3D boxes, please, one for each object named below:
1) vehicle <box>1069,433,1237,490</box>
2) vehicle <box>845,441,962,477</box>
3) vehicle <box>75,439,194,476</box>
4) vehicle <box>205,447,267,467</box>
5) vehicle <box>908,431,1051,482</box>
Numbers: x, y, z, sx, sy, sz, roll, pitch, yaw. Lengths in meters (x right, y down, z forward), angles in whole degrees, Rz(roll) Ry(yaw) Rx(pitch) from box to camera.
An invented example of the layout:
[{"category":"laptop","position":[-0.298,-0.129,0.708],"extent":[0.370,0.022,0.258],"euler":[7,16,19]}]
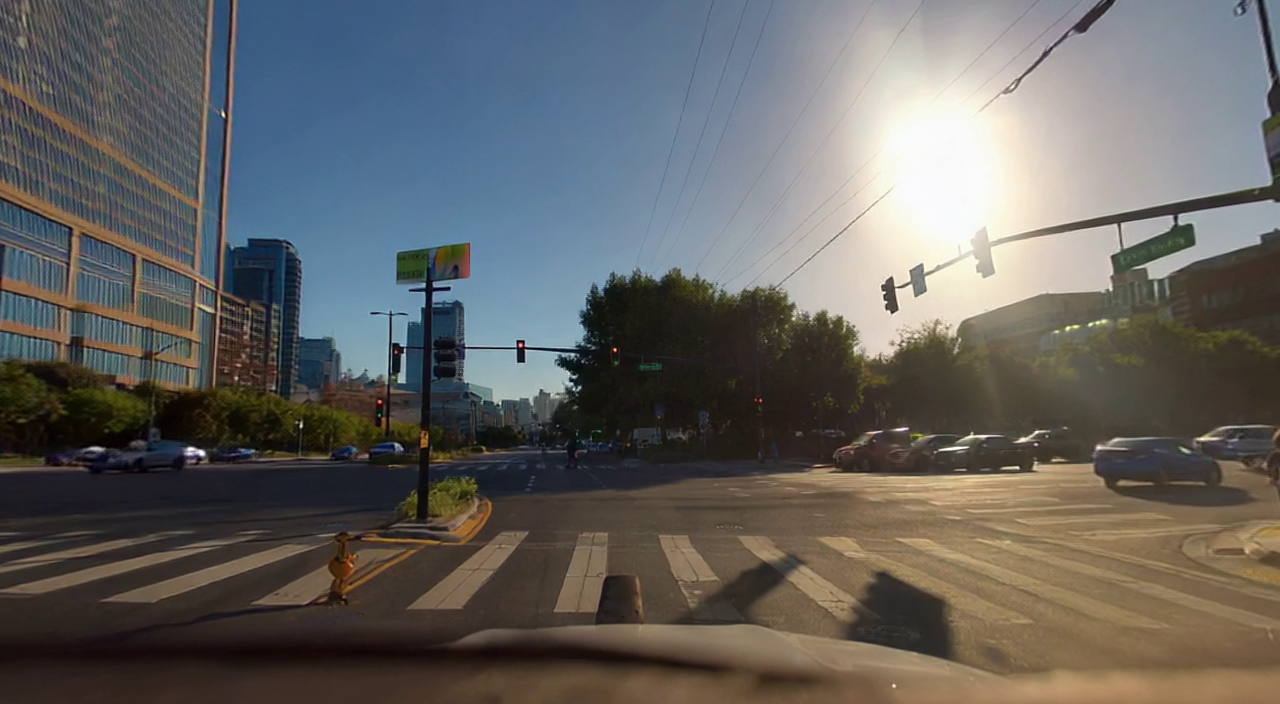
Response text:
[{"category":"vehicle","position":[15.386,3.243,18.963],"extent":[4.312,1.540,2.007],"euler":[4,-9,-23]},{"category":"vehicle","position":[11.438,4.629,27.567],"extent":[4.317,1.491,1.896],"euler":[1,-9,-11]},{"category":"vehicle","position":[-23.728,4.953,29.910],"extent":[2.056,1.604,4.436],"euler":[0,-8,-3]},{"category":"vehicle","position":[-31.513,8.181,49.449],"extent":[1.811,1.438,4.812],"euler":[0,-8,-3]},{"category":"vehicle","position":[12.901,3.923,24.051],"extent":[4.742,1.762,2.180],"euler":[3,-9,-22]}]
